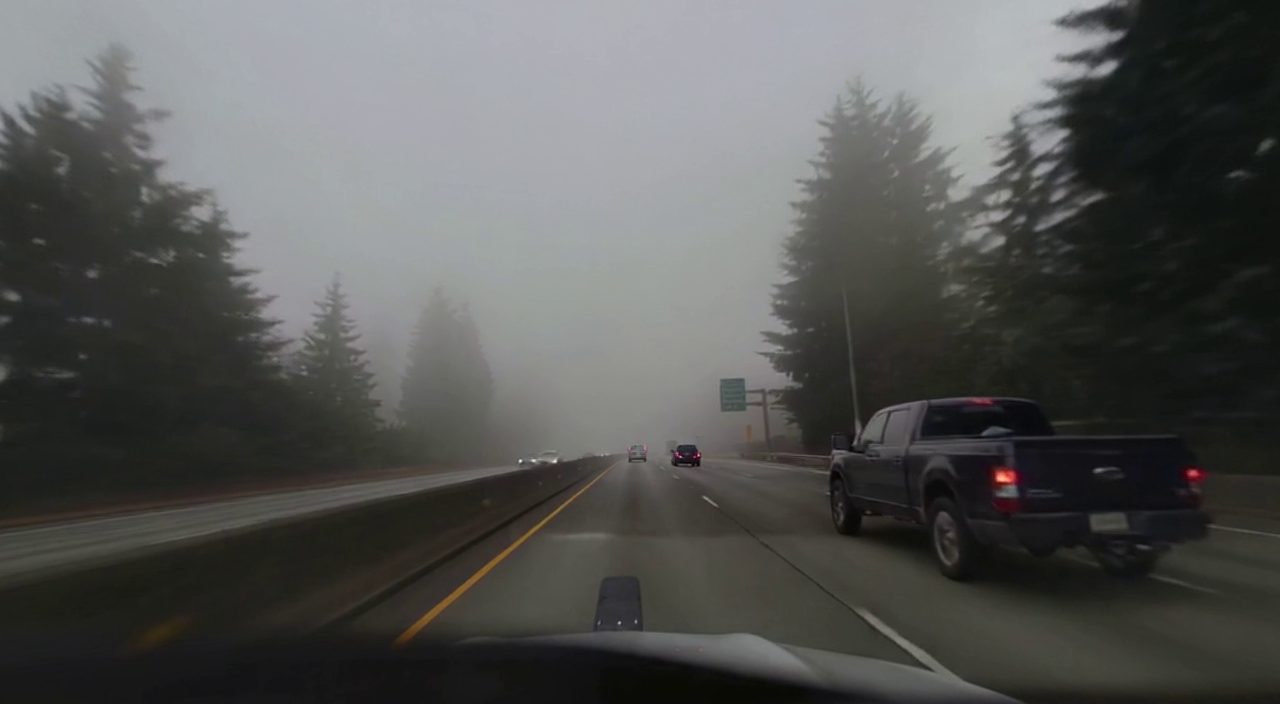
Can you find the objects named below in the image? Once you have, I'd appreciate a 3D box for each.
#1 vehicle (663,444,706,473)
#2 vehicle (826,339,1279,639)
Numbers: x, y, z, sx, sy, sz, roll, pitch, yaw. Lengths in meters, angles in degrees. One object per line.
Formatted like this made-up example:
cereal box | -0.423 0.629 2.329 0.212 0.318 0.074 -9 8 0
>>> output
vehicle | 2.632 6.475 38.488 2.123 1.620 4.959 0 -9 -1
vehicle | 3.715 1.243 6.548 1.981 1.984 4.623 0 -9 -2
